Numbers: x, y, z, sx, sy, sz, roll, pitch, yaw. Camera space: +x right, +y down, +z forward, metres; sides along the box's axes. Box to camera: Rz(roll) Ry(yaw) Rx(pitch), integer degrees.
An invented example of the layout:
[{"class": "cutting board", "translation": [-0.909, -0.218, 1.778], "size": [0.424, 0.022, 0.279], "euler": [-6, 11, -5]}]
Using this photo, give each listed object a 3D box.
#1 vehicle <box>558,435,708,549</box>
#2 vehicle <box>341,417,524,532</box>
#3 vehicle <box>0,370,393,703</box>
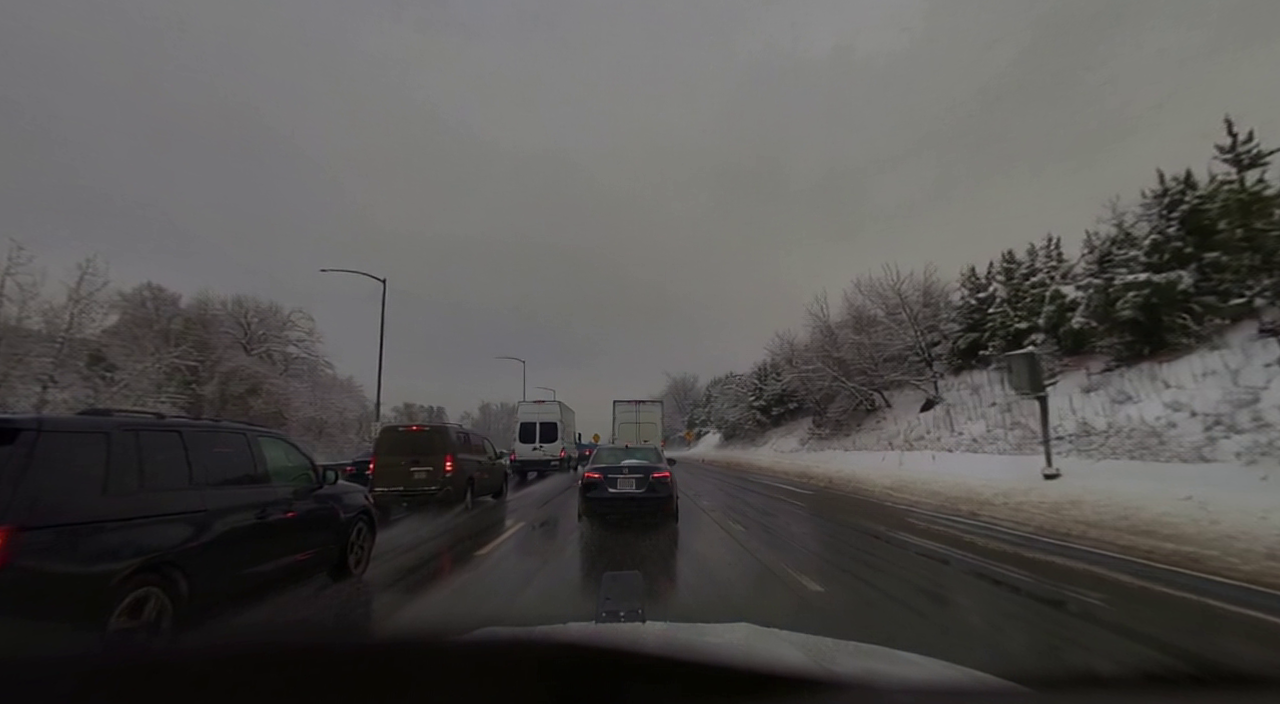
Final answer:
[{"class": "vehicle", "translation": [-0.095, 2.137, 10.175], "size": [1.995, 1.495, 3.380], "euler": [0, -9, 0]}, {"class": "vehicle", "translation": [-3.930, 2.422, 12.990], "size": [2.055, 1.913, 4.584], "euler": [-1, -9, 2]}, {"class": "vehicle", "translation": [-3.665, 1.208, 4.452], "size": [2.029, 1.656, 4.437], "euler": [0, -9, 0]}]
